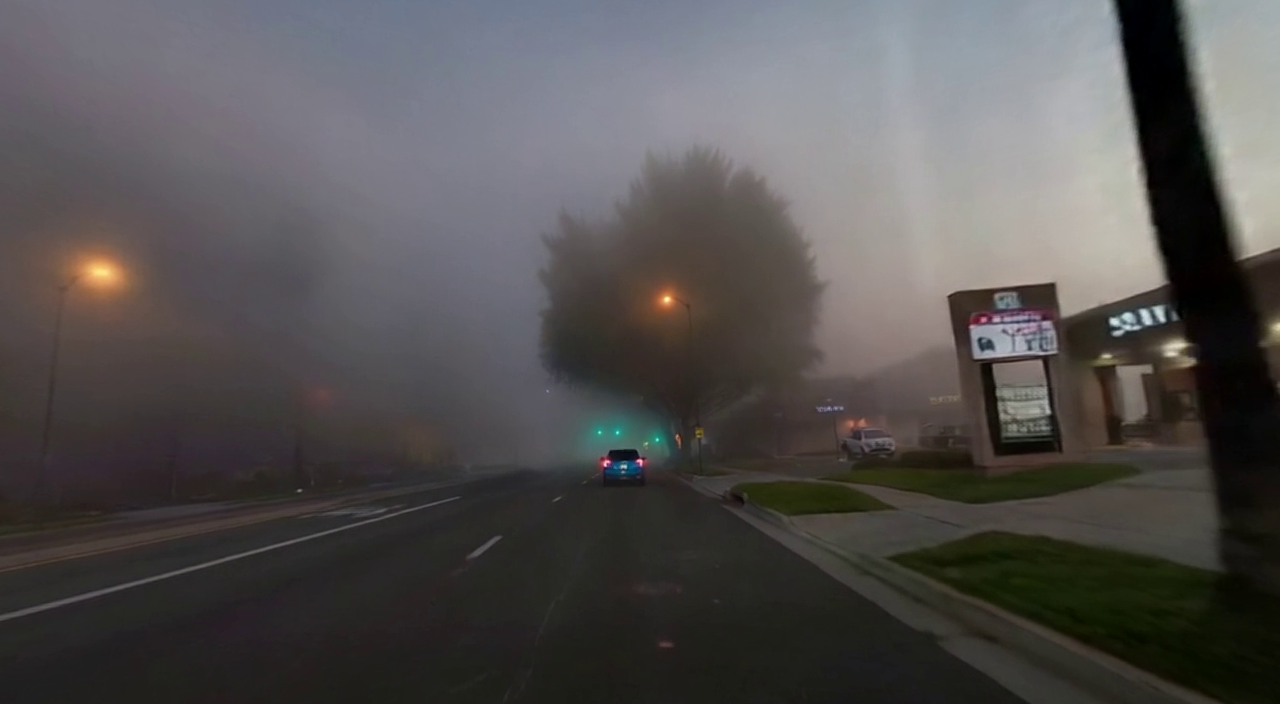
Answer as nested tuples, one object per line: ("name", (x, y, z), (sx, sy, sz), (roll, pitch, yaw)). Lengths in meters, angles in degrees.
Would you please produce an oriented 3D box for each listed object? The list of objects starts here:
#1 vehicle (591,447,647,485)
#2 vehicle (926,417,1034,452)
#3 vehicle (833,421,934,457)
("vehicle", (-0.861, 4.762, 26.795), (2.156, 1.462, 4.495), (0, -9, -1))
("vehicle", (17.707, 4.375, 33.153), (1.856, 1.665, 4.574), (5, -10, -32))
("vehicle", (12.475, 4.570, 32.693), (1.873, 1.657, 4.557), (5, -11, -31))
